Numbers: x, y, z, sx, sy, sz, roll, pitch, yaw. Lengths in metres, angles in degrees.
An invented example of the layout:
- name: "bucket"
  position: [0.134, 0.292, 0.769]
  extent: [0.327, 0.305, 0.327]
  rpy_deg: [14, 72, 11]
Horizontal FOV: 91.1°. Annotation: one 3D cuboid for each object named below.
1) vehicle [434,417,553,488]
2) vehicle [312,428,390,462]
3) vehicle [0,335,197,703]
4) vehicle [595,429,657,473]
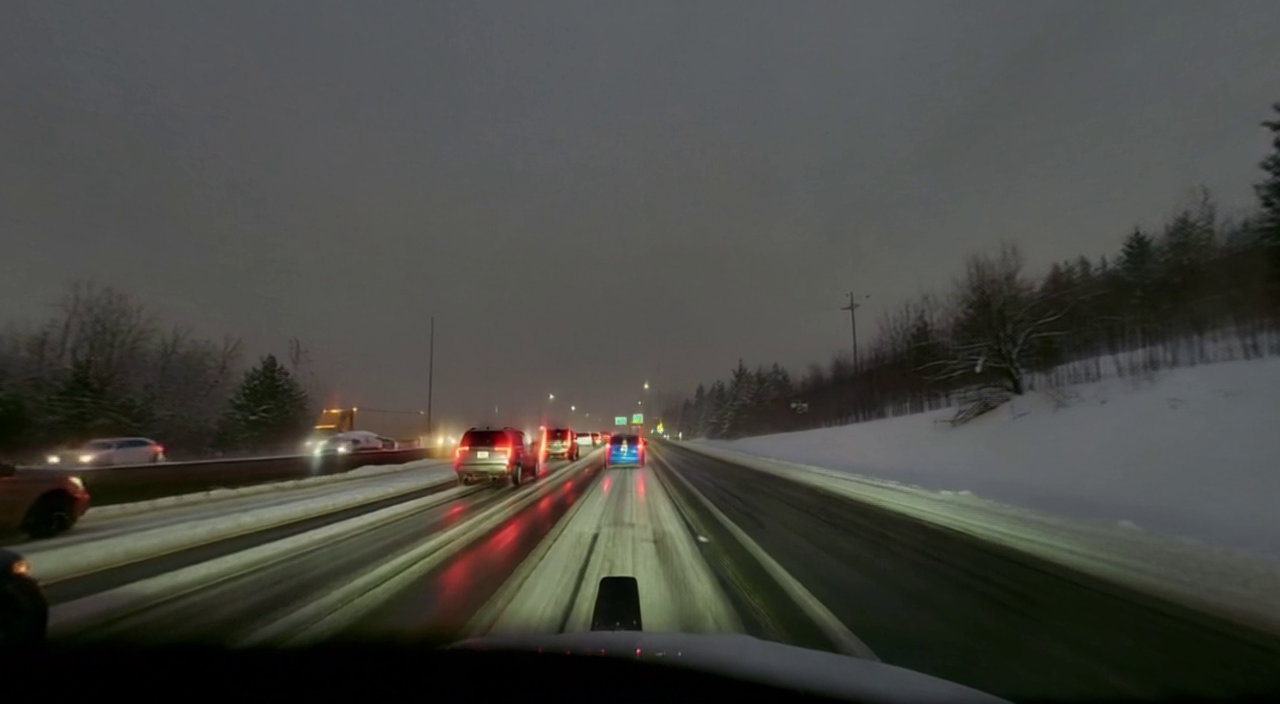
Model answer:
- name: "vehicle"
  position: [-3.866, 2.746, 17.559]
  extent: [2.154, 1.690, 4.595]
  rpy_deg: [0, -8, 1]
- name: "vehicle"
  position: [-15.546, 5.028, 34.155]
  extent: [2.078, 1.665, 4.538]
  rpy_deg: [0, -8, 0]
- name: "vehicle"
  position: [-3.748, 0.651, 1.609]
  extent: [2.107, 1.703, 4.274]
  rpy_deg: [0, -8, -1]
- name: "vehicle"
  position: [-0.480, 3.572, 23.043]
  extent: [2.070, 1.452, 3.834]
  rpy_deg: [0, -8, -1]
